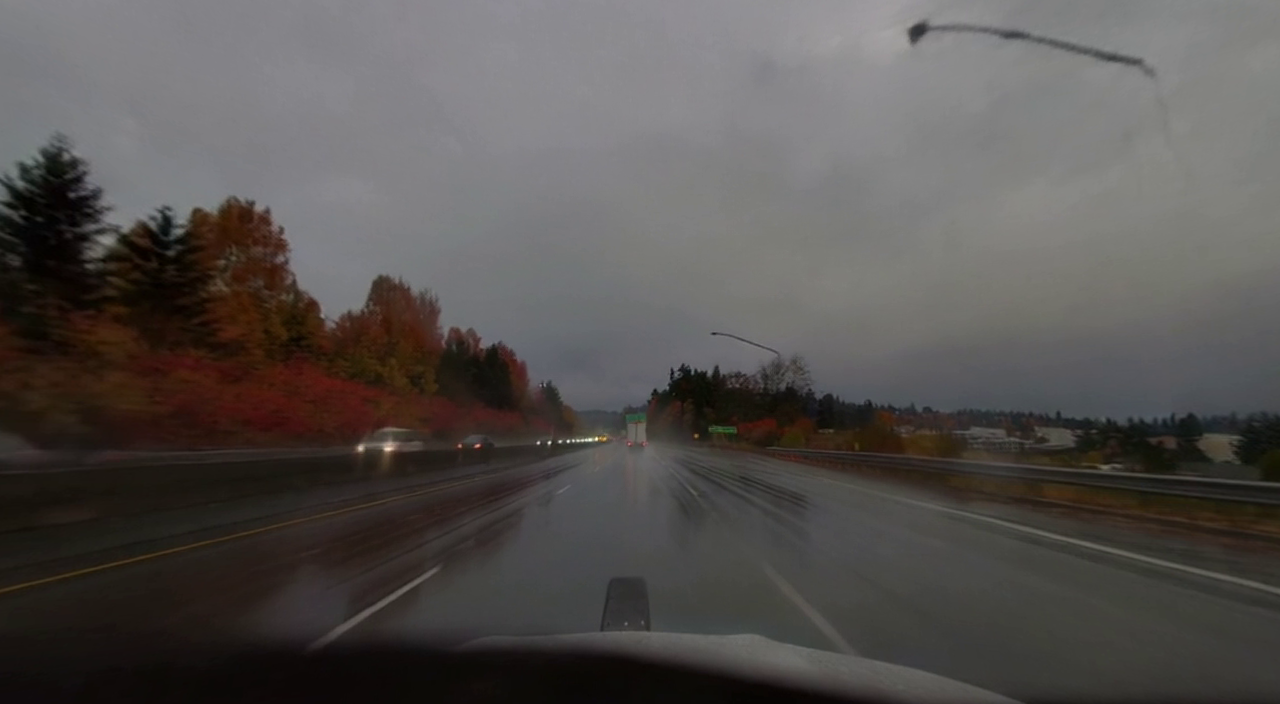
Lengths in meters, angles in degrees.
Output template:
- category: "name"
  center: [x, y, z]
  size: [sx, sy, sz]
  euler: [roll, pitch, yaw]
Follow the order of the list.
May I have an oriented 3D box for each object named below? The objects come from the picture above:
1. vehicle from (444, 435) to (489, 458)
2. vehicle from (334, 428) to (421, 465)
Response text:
- category: "vehicle"
  center: [-11.779, 6.439, 43.072]
  size: [1.871, 1.495, 4.368]
  euler: [0, -8, 0]
- category: "vehicle"
  center: [-11.558, 4.200, 28.050]
  size: [1.969, 1.543, 4.300]
  euler: [0, -8, 1]
